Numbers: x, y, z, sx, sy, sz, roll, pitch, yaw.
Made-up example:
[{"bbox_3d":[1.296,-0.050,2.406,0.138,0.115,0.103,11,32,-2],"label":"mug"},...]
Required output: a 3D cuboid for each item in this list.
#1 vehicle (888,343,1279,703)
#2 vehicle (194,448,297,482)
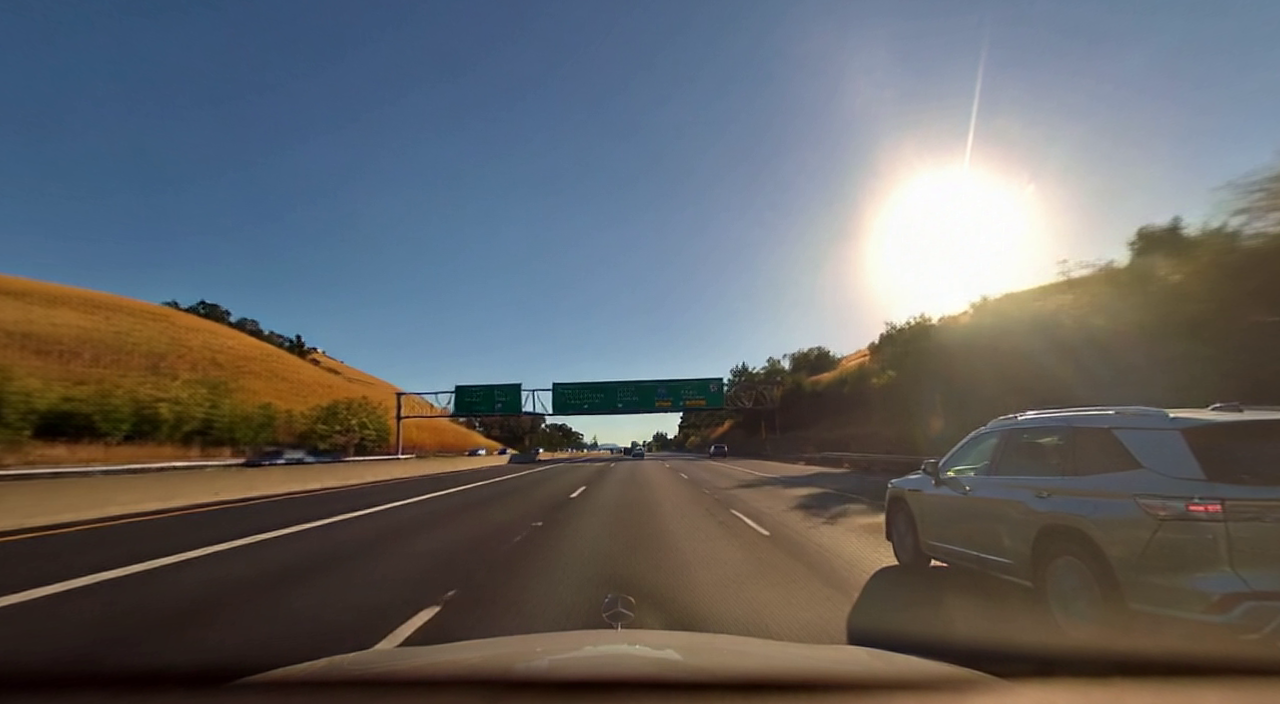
[{"bbox_3d":[3.469,1.102,4.277,1.784,1.733,4.141,0,-9,-1],"label":"vehicle"},{"bbox_3d":[-18.628,5.328,29.911,1.984,1.476,4.457,0,-9,0],"label":"vehicle"}]
